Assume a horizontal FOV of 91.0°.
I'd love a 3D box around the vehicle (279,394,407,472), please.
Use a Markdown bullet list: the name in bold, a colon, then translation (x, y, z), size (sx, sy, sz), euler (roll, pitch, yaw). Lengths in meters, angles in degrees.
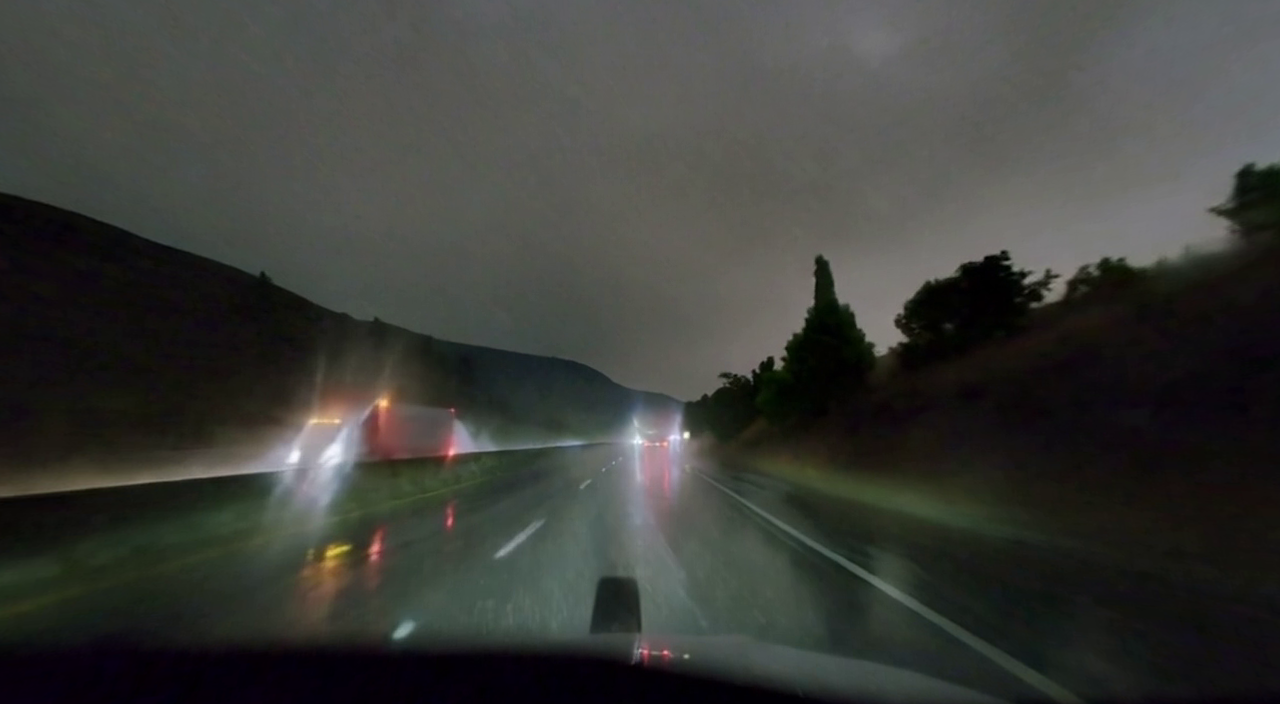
- **vehicle**: translation (-17.766, 5.041, 38.771), size (2.929, 4.024, 9.958), euler (-3, -8, 1)
